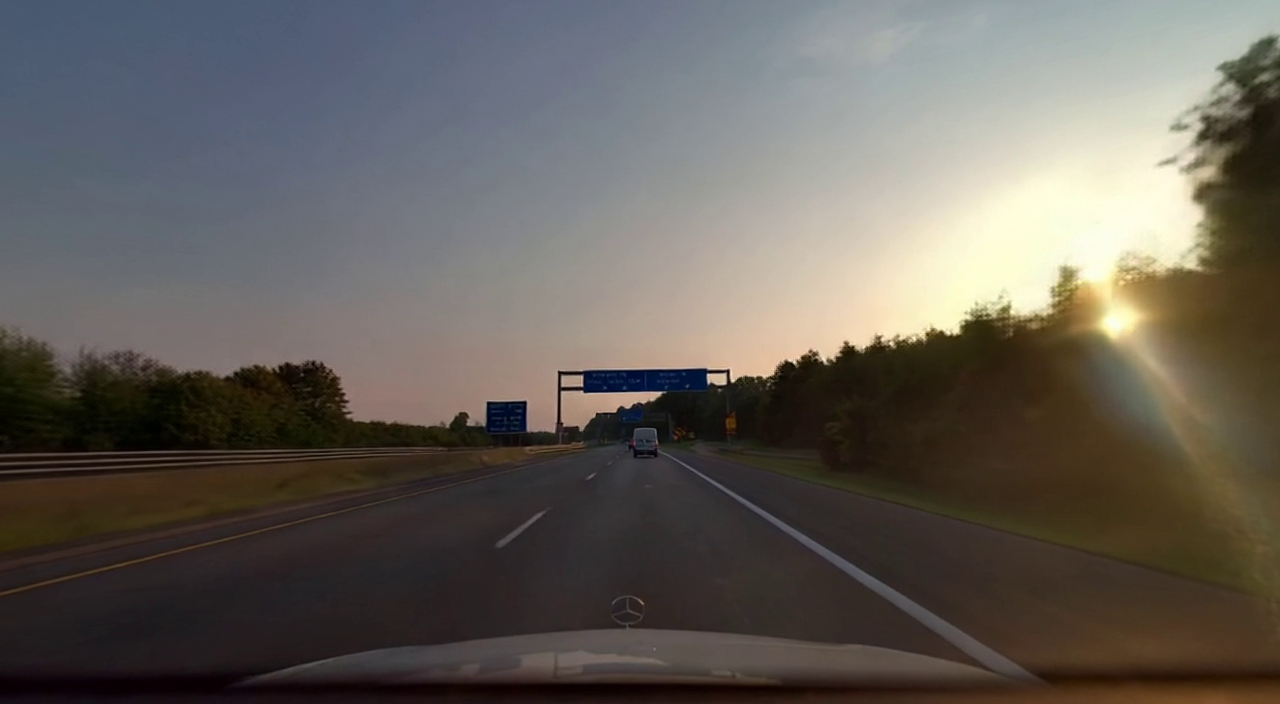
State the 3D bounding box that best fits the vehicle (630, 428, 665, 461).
[{"bbox_3d":[0.535,6.398,43.465,2.277,2.109,4.922,0,-8,1],"label":"vehicle"}]
